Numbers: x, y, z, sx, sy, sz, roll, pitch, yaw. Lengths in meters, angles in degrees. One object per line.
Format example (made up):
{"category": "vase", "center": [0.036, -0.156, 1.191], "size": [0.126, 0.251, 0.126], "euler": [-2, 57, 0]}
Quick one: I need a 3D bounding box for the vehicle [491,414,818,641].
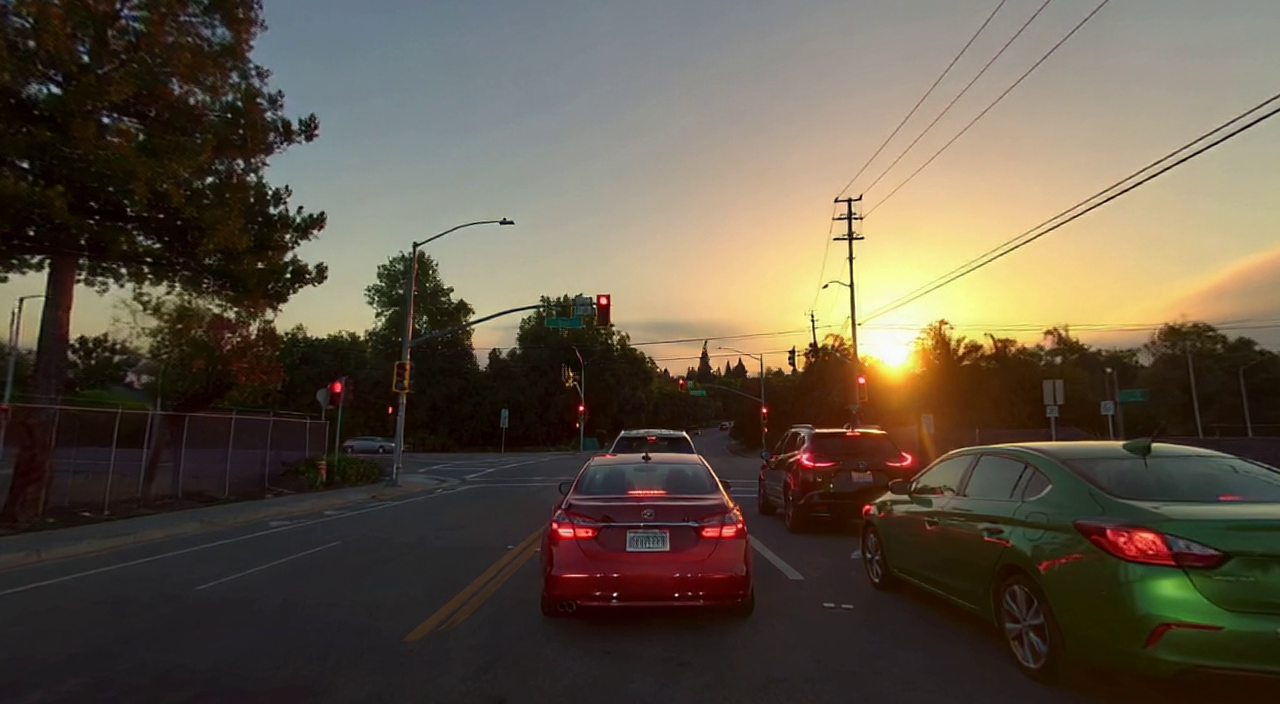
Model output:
{"category": "vehicle", "center": [0.065, 1.489, 6.449], "size": [2.170, 1.497, 4.369], "euler": [0, -8, -1]}

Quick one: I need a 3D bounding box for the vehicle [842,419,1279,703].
{"category": "vehicle", "center": [3.084, 1.249, 4.143], "size": [2.027, 1.432, 4.431], "euler": [0, -8, 0]}

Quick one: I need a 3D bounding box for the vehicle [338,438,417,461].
{"category": "vehicle", "center": [-17.236, 6.407, 41.468], "size": [4.406, 1.458, 1.892], "euler": [-1, -8, 7]}
